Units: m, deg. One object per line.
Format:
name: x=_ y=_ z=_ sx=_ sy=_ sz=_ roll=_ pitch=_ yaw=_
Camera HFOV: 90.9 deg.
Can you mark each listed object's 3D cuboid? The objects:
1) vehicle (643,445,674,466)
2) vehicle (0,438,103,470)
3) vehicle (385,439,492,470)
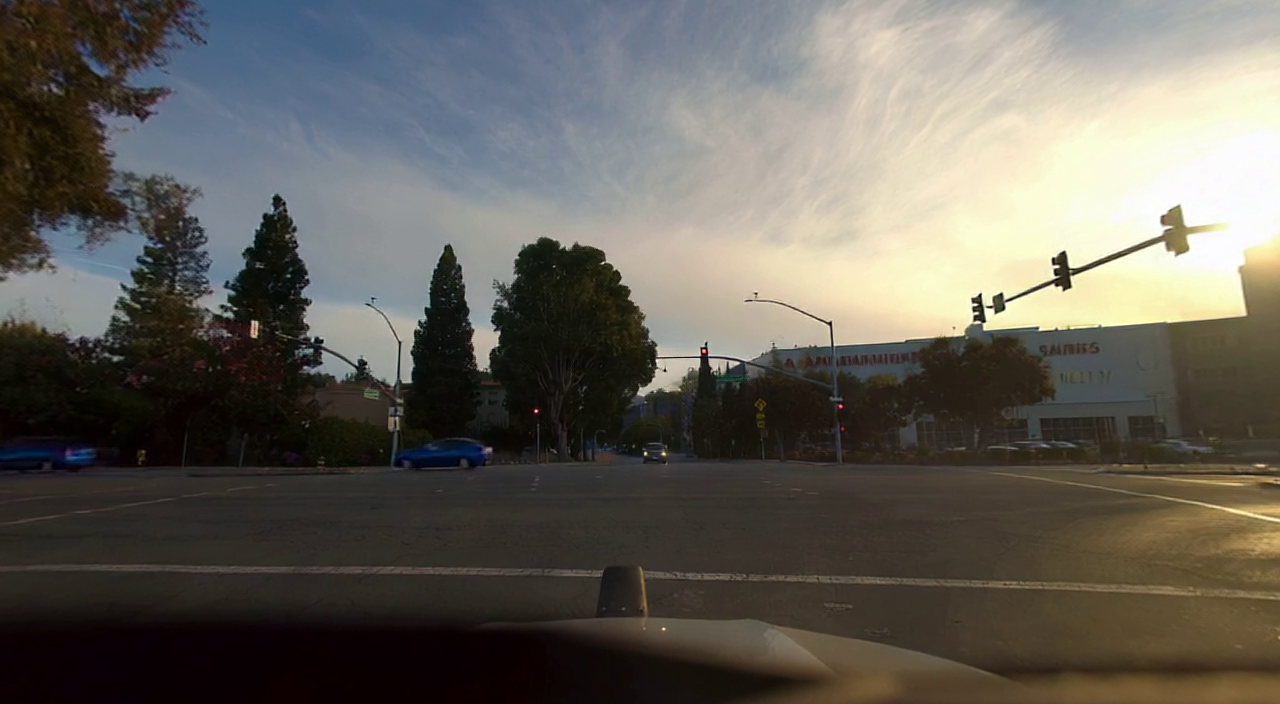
vehicle: x=1.291 y=7.634 z=46.469 sx=2.132 sy=1.449 sz=4.235 roll=0 pitch=-9 yaw=0
vehicle: x=-30.610 y=5.191 z=32.114 sx=4.735 sy=1.588 sz=1.877 roll=0 pitch=-9 yaw=1
vehicle: x=-9.995 y=5.115 z=31.503 sx=4.681 sy=1.465 sz=1.820 roll=0 pitch=-9 yaw=2
